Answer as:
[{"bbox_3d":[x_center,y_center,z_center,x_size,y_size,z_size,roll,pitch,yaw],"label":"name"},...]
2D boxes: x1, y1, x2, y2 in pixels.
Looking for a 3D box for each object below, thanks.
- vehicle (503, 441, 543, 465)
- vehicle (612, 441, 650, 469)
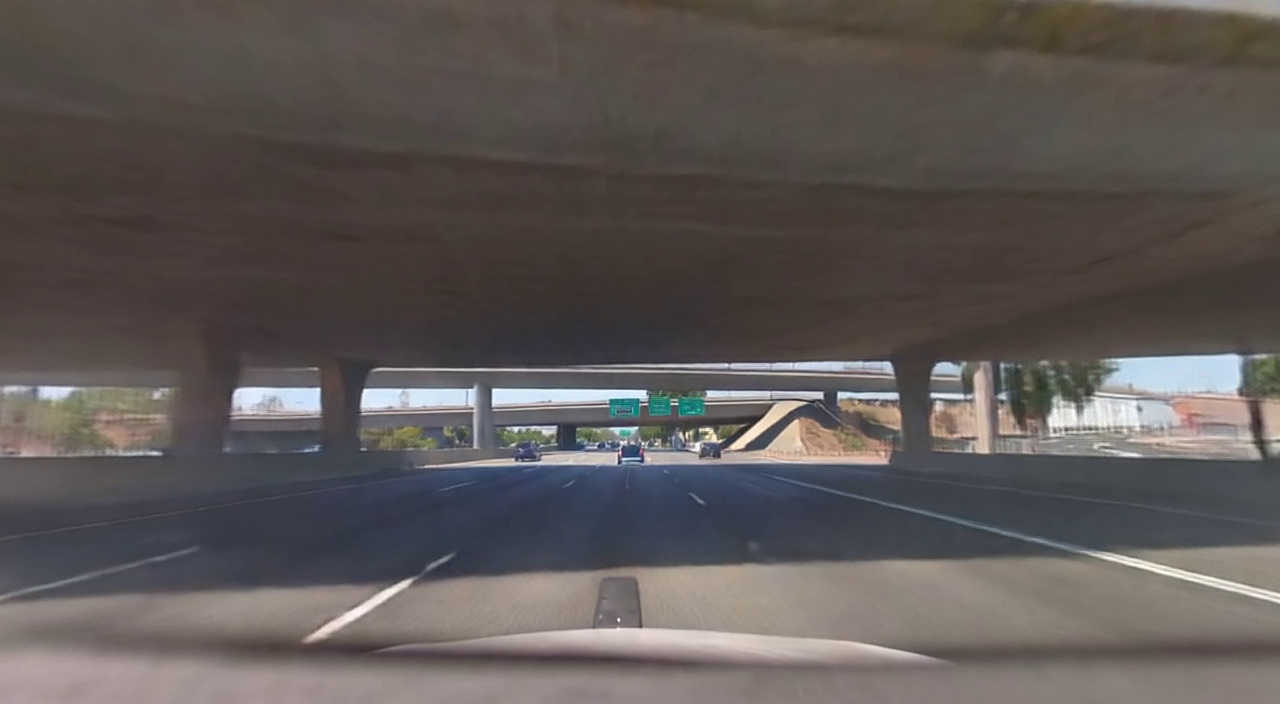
[{"bbox_3d":[-8.101,7.041,44.146,1.957,1.554,4.350,0,-8,0],"label":"vehicle"},{"bbox_3d":[-0.524,5.768,35.622,2.012,1.471,4.059,0,-8,-2],"label":"vehicle"}]
